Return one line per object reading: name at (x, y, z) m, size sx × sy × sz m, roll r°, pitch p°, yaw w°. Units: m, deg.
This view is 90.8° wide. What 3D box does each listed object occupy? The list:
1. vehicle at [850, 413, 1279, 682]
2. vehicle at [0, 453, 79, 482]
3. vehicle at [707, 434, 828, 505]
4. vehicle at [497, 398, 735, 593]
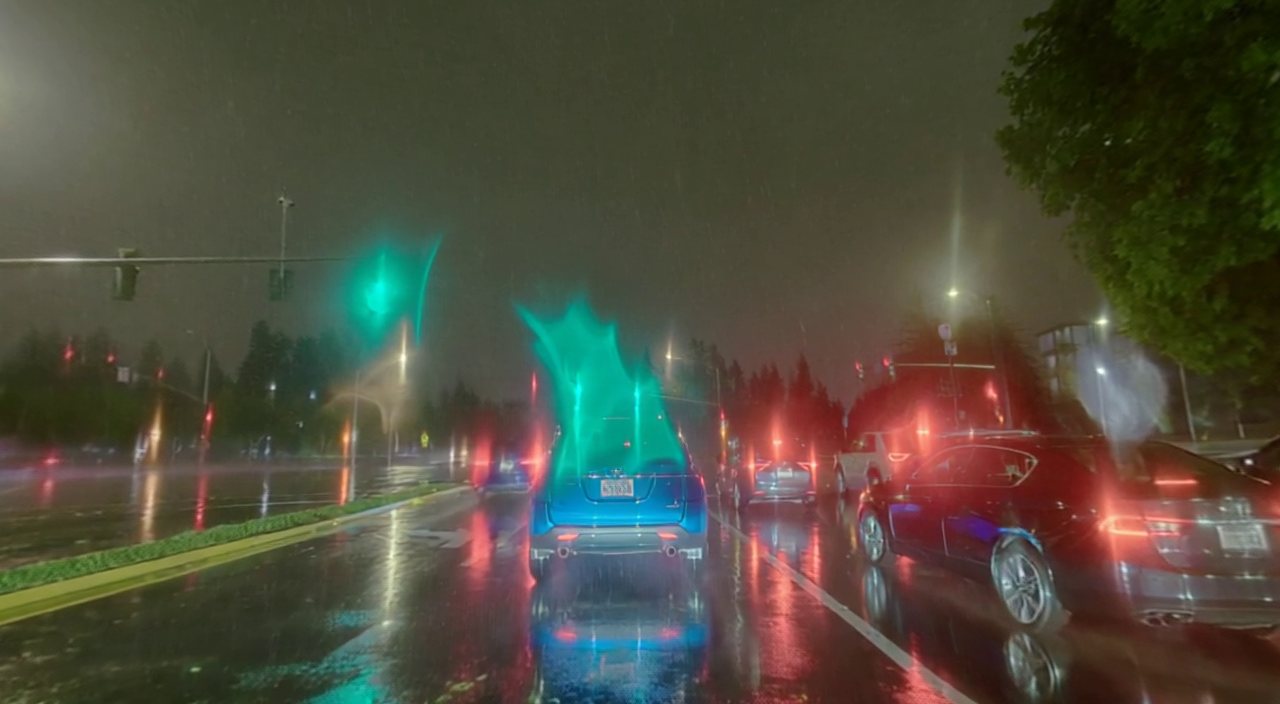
vehicle at (3.611, 1.395, 5.692) m, size 1.861 × 1.478 × 4.185 m, roll 0°, pitch -8°, yaw -2°
vehicle at (-40.161, 7.549, 41.379) m, size 4.446 × 1.821 × 2.276 m, roll 1°, pitch -9°, yaw -8°
vehicle at (2.977, 2.853, 15.773) m, size 1.950 × 1.506 × 4.086 m, roll 0°, pitch -8°, yaw -3°
vehicle at (-0.268, 1.558, 7.630) m, size 2.101 × 1.707 × 3.904 m, roll 0°, pitch -8°, yaw -2°
